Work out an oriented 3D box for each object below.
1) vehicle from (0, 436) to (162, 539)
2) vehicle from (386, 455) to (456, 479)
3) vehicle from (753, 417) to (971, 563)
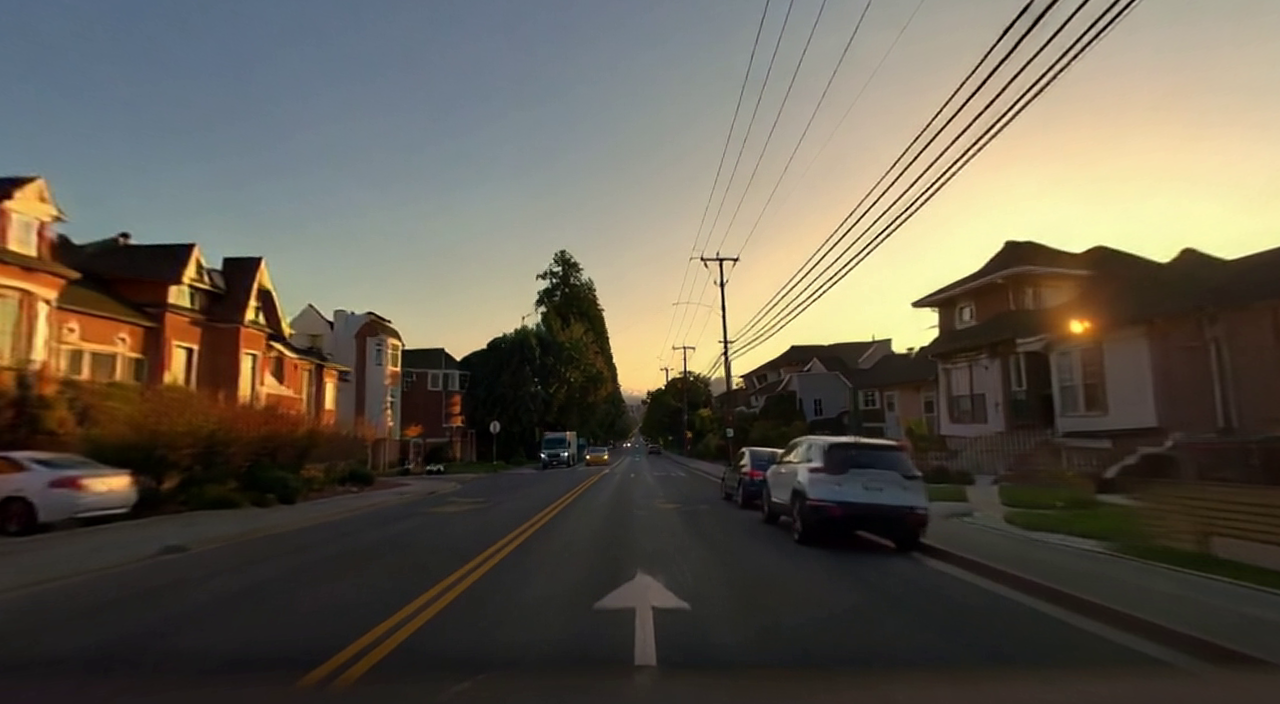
[{"bbox_3d":[-11.747,2.391,11.460,4.480,1.665,1.930,0,-9,-1],"label":"vehicle"},{"bbox_3d":[-15.254,8.003,44.127,4.204,1.626,1.874,1,-9,-5],"label":"vehicle"},{"bbox_3d":[3.107,2.001,9.851,1.945,1.792,3.903,0,-9,0],"label":"vehicle"}]
